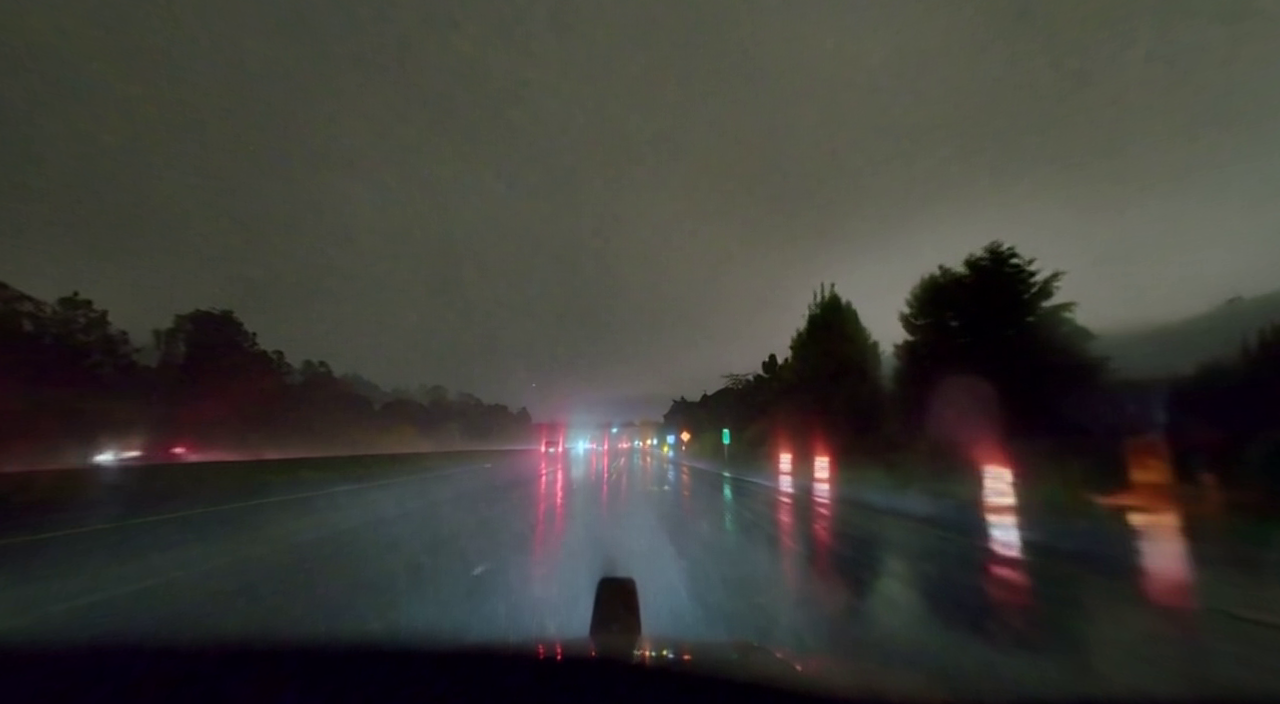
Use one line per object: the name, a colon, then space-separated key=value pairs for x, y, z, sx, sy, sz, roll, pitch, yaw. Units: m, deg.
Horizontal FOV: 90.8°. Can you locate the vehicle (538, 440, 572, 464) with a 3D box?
vehicle: x=-6.554 y=7.740 z=49.069 sx=2.036 sy=1.758 sz=4.529 roll=0 pitch=-9 yaw=0

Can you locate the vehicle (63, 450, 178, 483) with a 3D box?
vehicle: x=-24.018 y=5.272 z=29.453 sx=1.692 sy=1.416 sz=4.335 roll=0 pitch=-9 yaw=0
